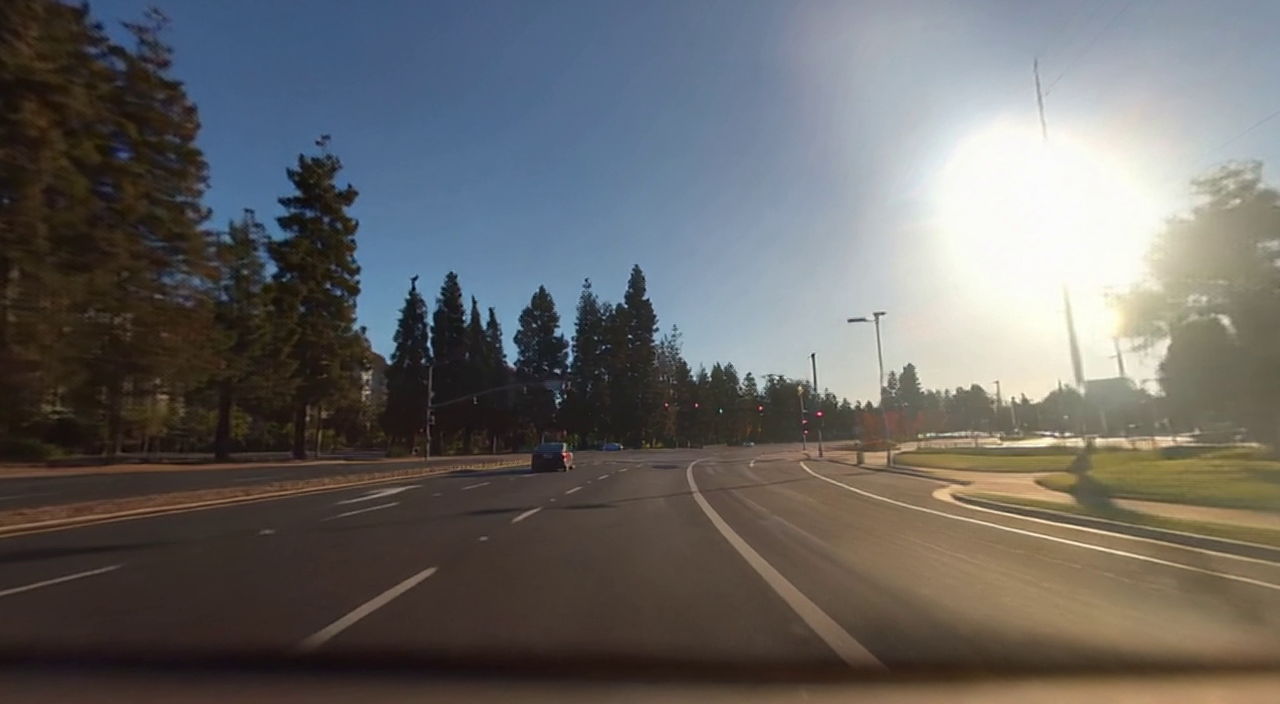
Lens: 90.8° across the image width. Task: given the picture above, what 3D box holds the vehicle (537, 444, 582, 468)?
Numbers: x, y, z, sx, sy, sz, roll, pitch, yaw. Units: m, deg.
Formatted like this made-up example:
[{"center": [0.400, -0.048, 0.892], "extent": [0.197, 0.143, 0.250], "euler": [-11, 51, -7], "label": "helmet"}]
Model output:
[{"center": [-5.311, 6.944, 42.268], "extent": [1.893, 1.503, 4.309], "euler": [-2, -9, 9], "label": "vehicle"}]
